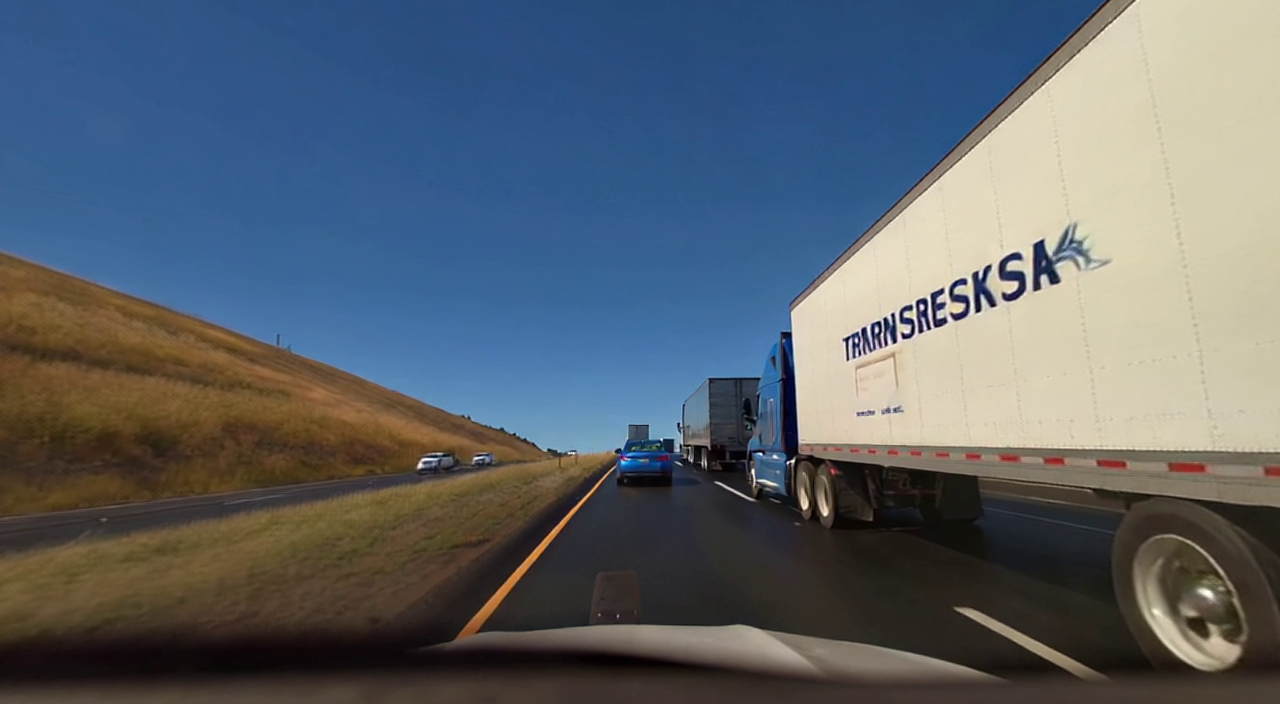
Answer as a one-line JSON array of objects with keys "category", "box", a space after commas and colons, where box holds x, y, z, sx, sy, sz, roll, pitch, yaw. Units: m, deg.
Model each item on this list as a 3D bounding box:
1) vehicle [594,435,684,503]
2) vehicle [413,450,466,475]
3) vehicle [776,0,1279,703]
[{"category": "vehicle", "box": [-0.054, 2.927, 16.203, 2.045, 1.507, 3.763, -1, -8, -1]}, {"category": "vehicle", "box": [-13.902, 7.660, 43.886, 2.046, 1.490, 4.634, -1, -8, 2]}, {"category": "vehicle", "box": [4.339, -0.291, 4.048, 3.410, 4.438, 14.410, 0, -8, -1]}]
